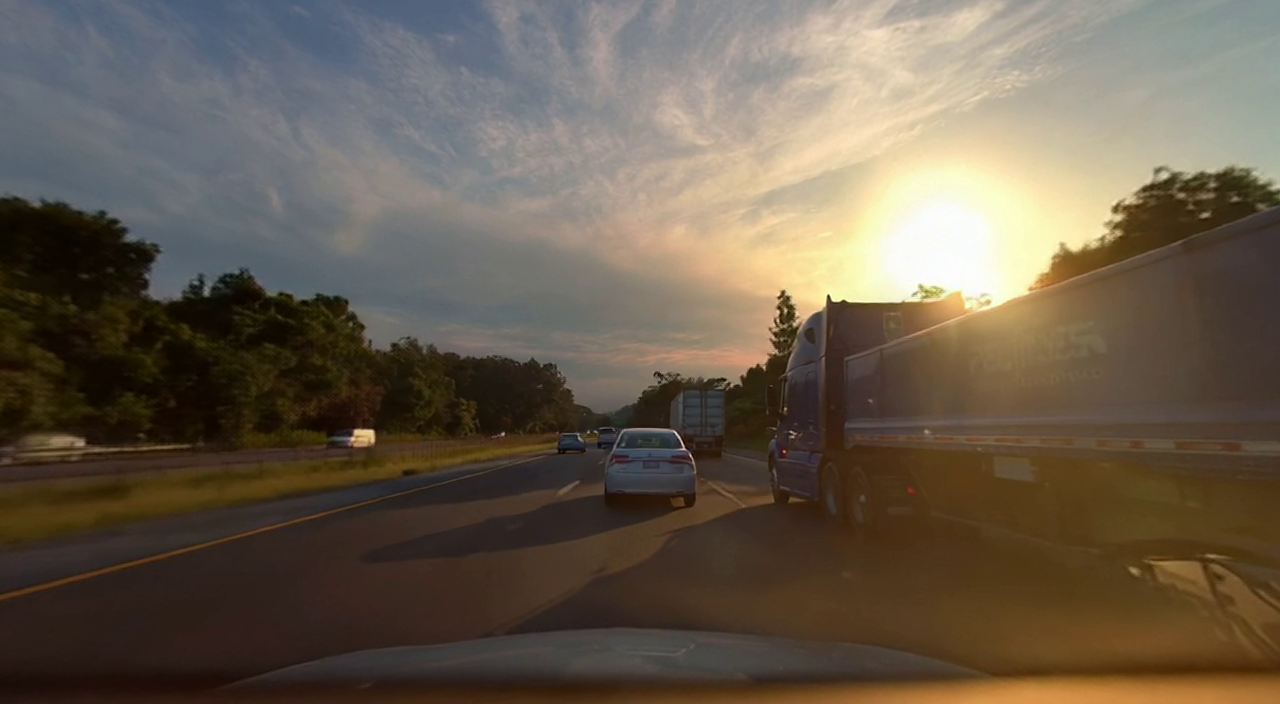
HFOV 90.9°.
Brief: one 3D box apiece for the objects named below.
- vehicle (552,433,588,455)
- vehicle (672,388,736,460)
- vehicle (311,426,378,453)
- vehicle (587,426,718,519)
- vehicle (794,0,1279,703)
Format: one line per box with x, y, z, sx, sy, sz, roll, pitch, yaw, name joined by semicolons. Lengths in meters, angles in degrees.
-4.711;6.277;43.060;1.983;1.434;4.451;0;-8;0;vehicle
4.024;5.030;43.060;2.869;4.067;13.731;0;-8;0;vehicle
-21.791;6.483;46.762;2.126;1.905;5.320;0;-8;3;vehicle
0.171;2.109;11.598;2.021;1.435;3.611;0;-8;-1;vehicle
4.150;-0.149;3.894;2.816;4.070;14.136;0;-8;0;vehicle
